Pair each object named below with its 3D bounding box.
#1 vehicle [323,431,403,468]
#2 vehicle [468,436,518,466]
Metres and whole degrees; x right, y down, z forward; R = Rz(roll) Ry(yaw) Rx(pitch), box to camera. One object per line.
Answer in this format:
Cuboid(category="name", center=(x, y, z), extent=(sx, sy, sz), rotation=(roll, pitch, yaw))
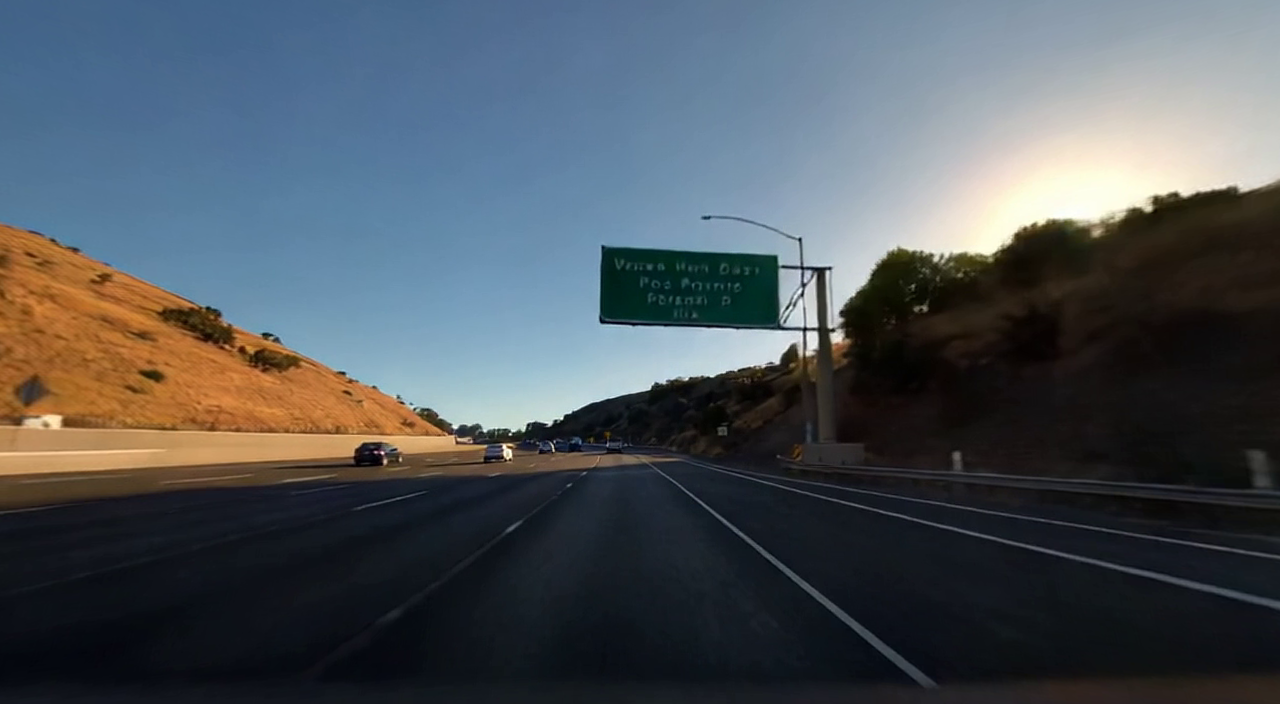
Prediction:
Cuboid(category="vehicle", center=(-15.837, 5.622, 36.532), extent=(2.240, 1.953, 5.452), rotation=(0, -9, -2))
Cuboid(category="vehicle", center=(-8.884, 6.046, 38.558), extent=(2.104, 1.715, 4.319), rotation=(0, -9, -1))
